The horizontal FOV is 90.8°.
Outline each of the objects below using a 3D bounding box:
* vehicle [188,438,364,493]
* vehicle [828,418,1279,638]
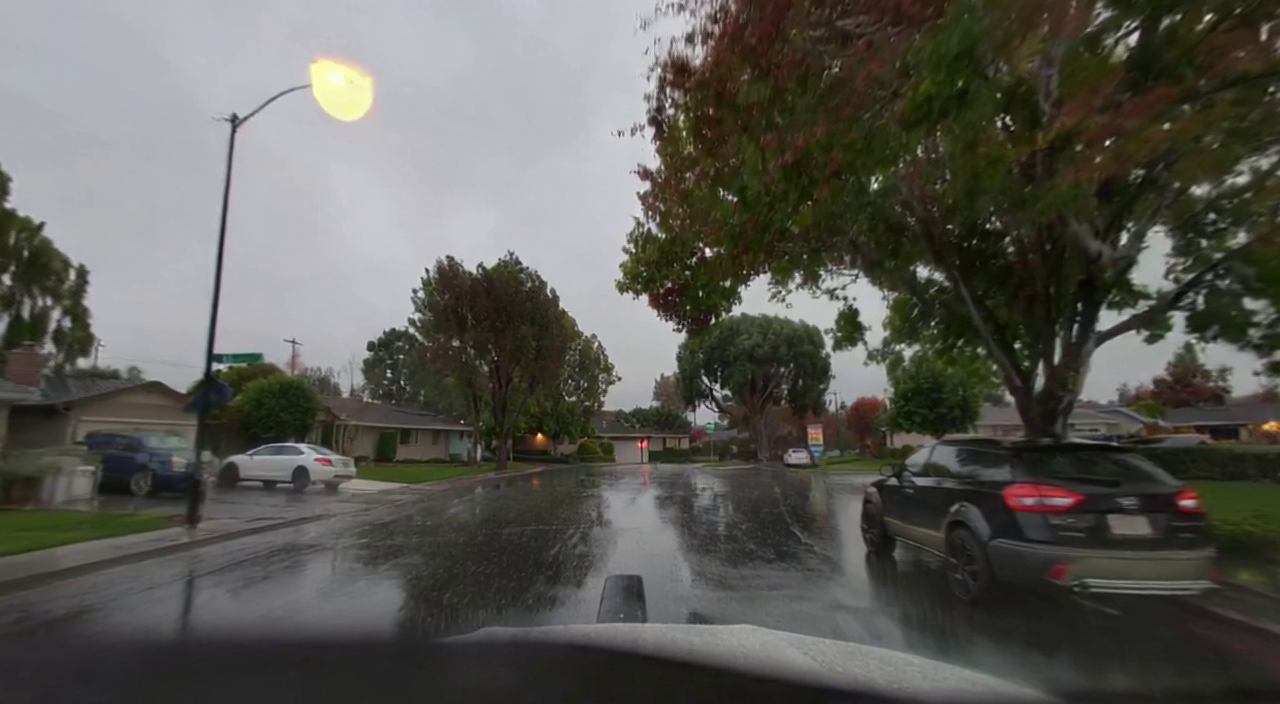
[{"bbox_3d":[-12.398,3.858,21.786,4.790,1.627,2.112,1,-5,0],"label":"vehicle"},{"bbox_3d":[3.882,1.648,7.047,2.034,1.583,4.707,0,-9,-1],"label":"vehicle"}]
